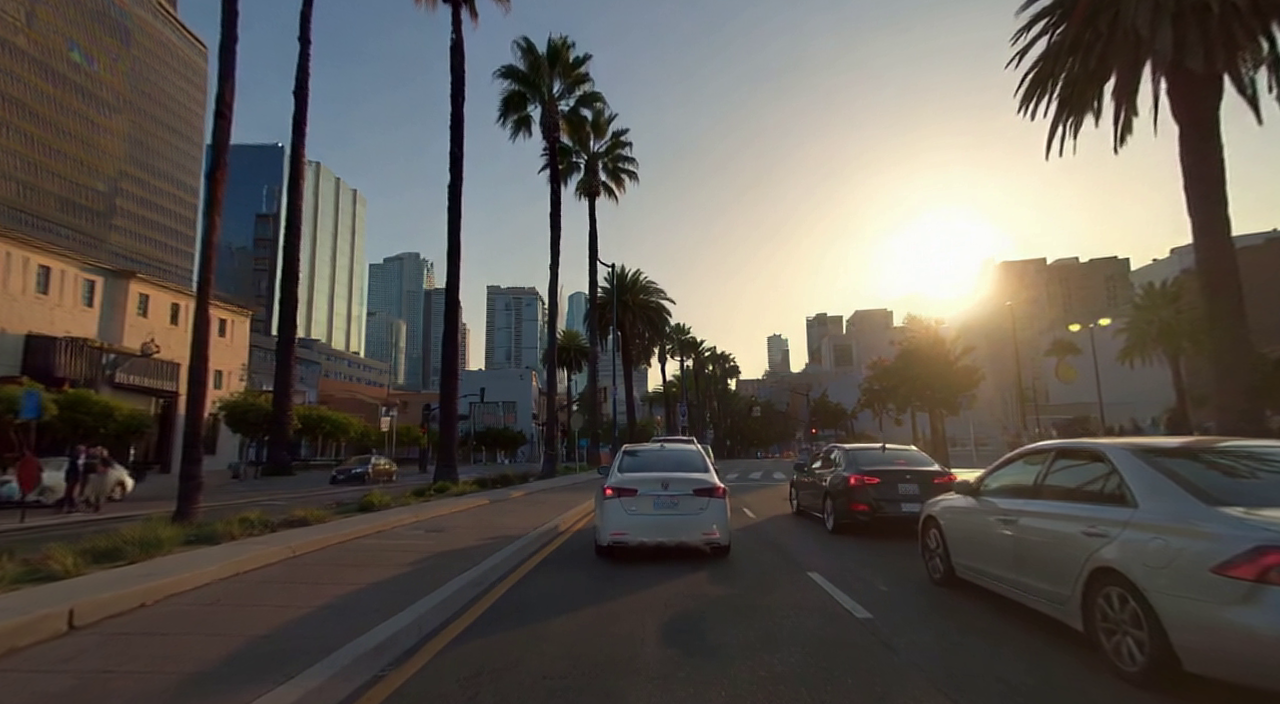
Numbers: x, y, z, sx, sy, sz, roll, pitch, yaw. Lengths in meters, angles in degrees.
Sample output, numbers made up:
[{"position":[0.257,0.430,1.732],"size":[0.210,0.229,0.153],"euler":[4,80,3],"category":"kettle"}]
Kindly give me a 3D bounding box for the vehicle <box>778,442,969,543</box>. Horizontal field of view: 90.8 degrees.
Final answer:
[{"position":[3.968,2.434,11.663],"size":[1.920,1.490,4.417],"euler":[0,-9,1],"category":"vehicle"}]

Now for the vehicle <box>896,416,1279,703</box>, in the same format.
[{"position":[3.645,1.290,4.500],"size":[1.913,1.469,4.425],"euler":[-1,-9,2],"category":"vehicle"}]

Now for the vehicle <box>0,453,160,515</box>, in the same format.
[{"position":[-16.831,3.821,18.721],"size":[1.801,1.563,4.015],"euler":[-1,-9,6],"category":"vehicle"}]

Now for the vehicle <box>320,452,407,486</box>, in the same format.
[{"position":[-14.634,6.187,33.754],"size":[2.078,1.662,4.436],"euler":[-2,-9,9],"category":"vehicle"}]

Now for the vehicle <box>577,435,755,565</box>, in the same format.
[{"position":[0.367,2.020,9.314],"size":[2.078,1.503,3.681],"euler":[-1,-9,2],"category":"vehicle"}]
